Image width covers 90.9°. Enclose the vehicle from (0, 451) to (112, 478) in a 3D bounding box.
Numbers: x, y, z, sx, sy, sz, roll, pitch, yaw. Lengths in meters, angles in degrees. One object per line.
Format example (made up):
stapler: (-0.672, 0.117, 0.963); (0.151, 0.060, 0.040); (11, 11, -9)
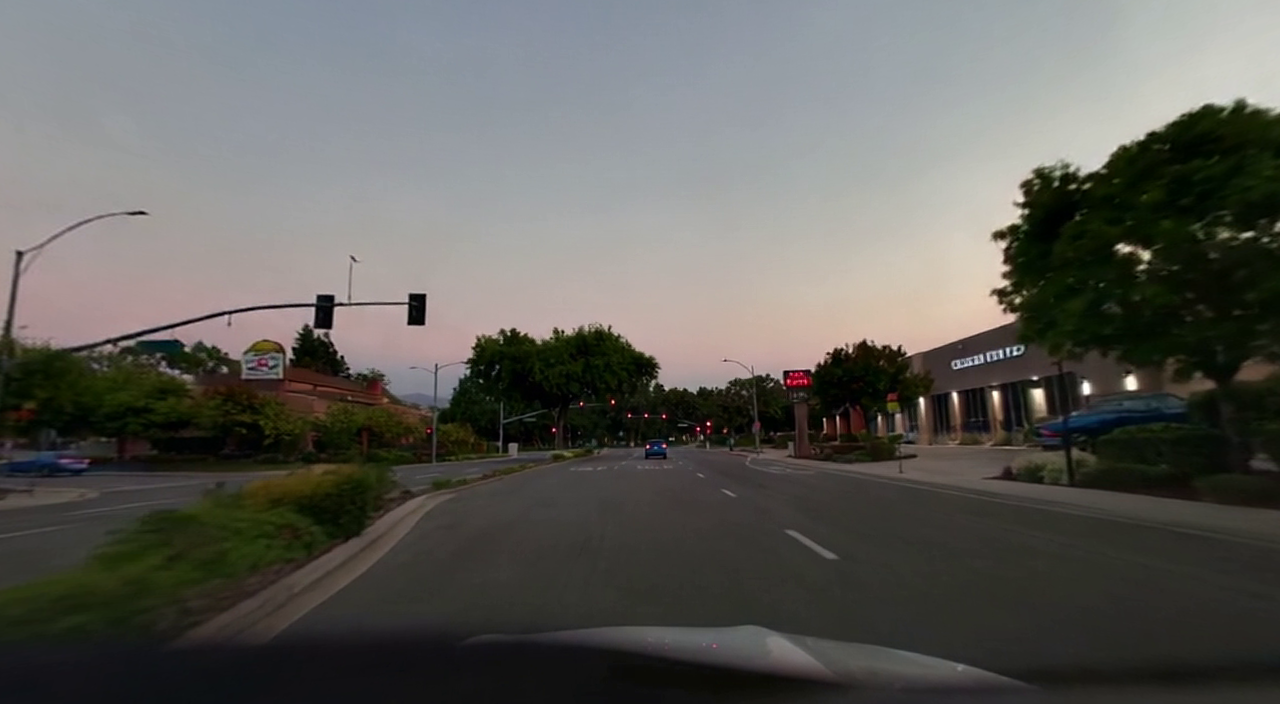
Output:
vehicle: (-32.696, 6.296, 35.346); (4.438, 1.440, 1.782); (0, -8, -2)
